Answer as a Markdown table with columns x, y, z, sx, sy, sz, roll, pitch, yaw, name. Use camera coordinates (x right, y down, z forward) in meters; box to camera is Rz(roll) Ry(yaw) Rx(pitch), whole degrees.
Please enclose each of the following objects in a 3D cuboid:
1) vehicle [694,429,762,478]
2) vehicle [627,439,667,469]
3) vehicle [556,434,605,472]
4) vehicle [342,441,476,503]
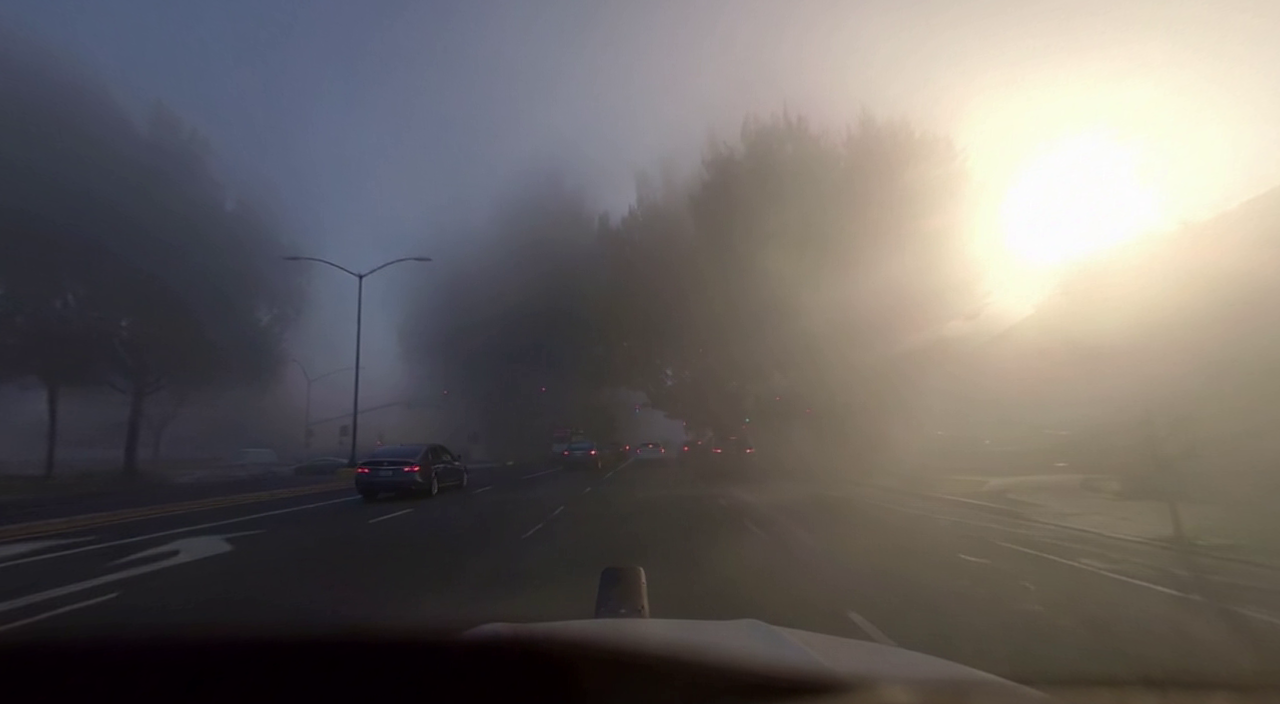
| x | y | z | sx | sy | sz | roll | pitch | yaw | name |
| --- | --- | --- | --- | --- | --- | --- | --- | --- | --- |
| 3.533 | 4.200 | 26.217 | 2.141 | 1.833 | 4.704 | 0 | -8 | 0 | vehicle |
| 0.348 | 5.405 | 33.486 | 2.021 | 1.461 | 3.862 | 0 | -8 | 0 | vehicle |
| -2.863 | 4.972 | 31.093 | 1.912 | 1.703 | 4.261 | 0 | -8 | 2 | vehicle |
| -6.119 | 3.215 | 17.335 | 1.926 | 1.465 | 4.620 | 0 | -8 | 0 | vehicle |
